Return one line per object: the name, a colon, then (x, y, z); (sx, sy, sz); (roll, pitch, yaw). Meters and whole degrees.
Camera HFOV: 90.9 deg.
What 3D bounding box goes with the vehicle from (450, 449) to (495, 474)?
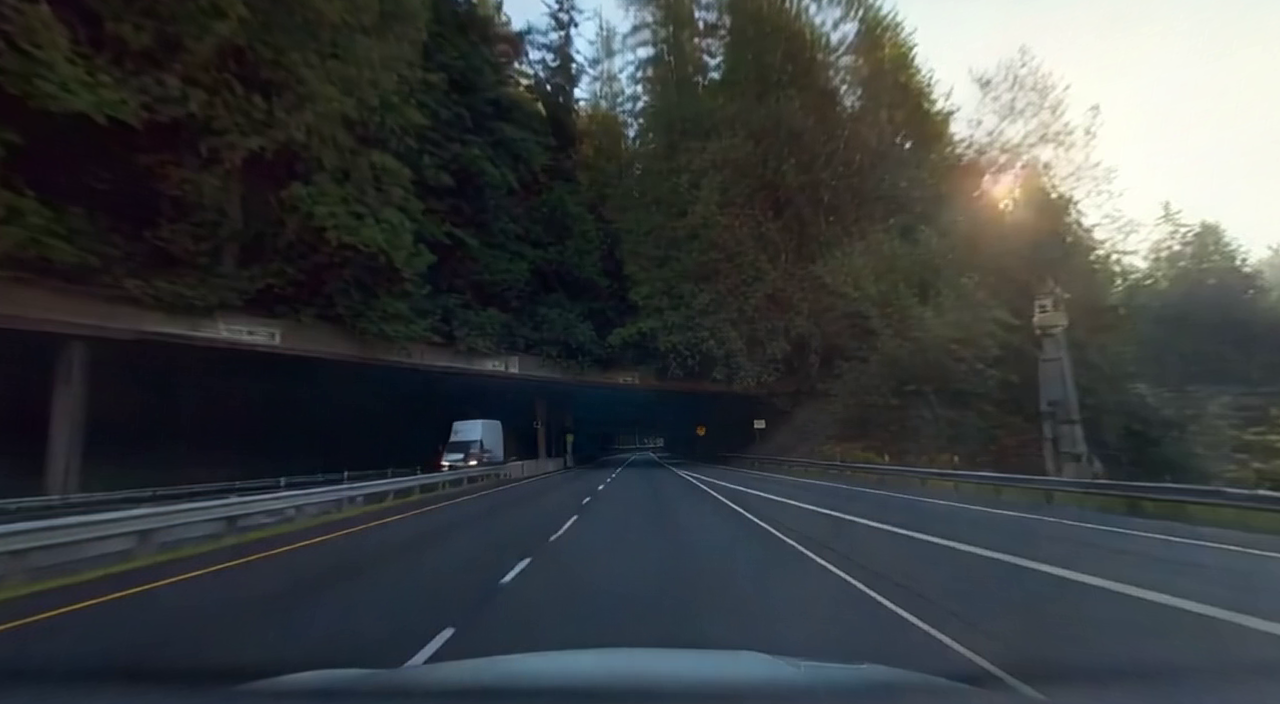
vehicle: (-10.306, 6.781, 39.051); (1.696, 1.442, 3.589); (0, -9, 1)
